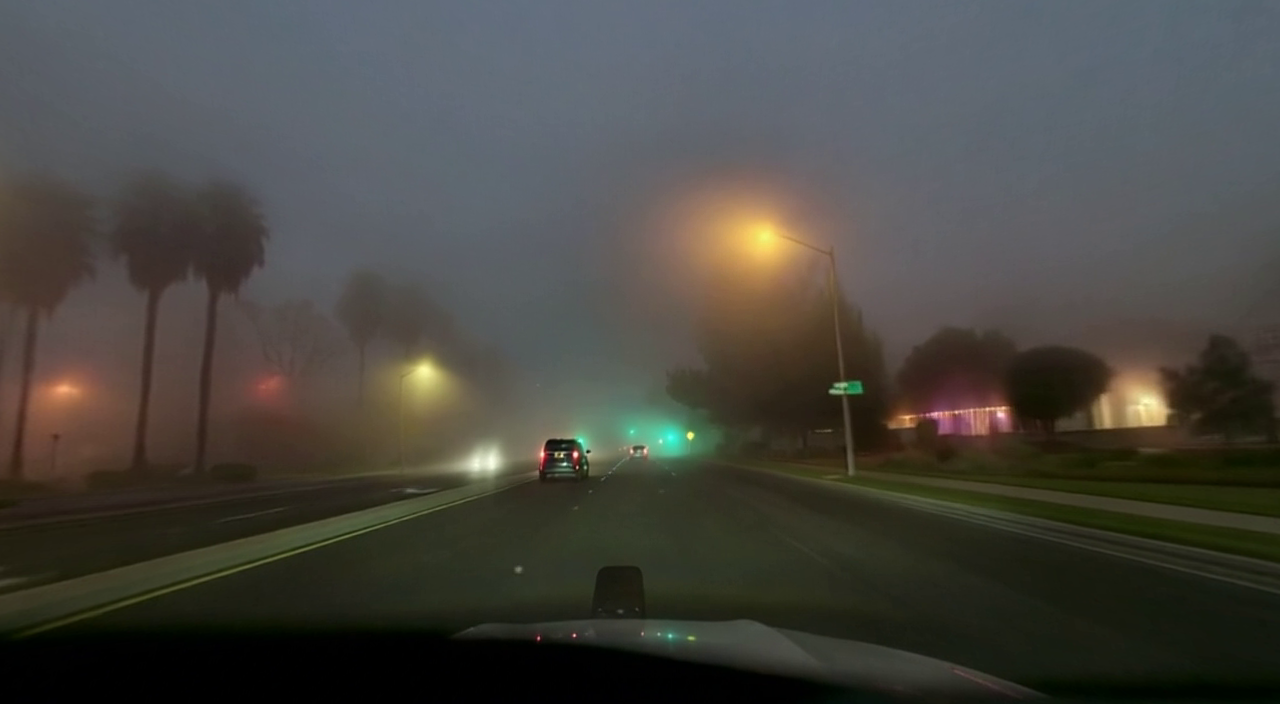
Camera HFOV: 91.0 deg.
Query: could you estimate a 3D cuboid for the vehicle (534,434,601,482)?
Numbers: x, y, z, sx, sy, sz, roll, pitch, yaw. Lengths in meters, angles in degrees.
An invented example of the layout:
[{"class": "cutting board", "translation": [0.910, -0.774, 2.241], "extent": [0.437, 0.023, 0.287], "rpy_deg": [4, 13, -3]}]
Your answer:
[{"class": "vehicle", "translation": [-3.193, 4.871, 29.140], "extent": [2.370, 1.968, 5.698], "rpy_deg": [0, -9, 0]}]
